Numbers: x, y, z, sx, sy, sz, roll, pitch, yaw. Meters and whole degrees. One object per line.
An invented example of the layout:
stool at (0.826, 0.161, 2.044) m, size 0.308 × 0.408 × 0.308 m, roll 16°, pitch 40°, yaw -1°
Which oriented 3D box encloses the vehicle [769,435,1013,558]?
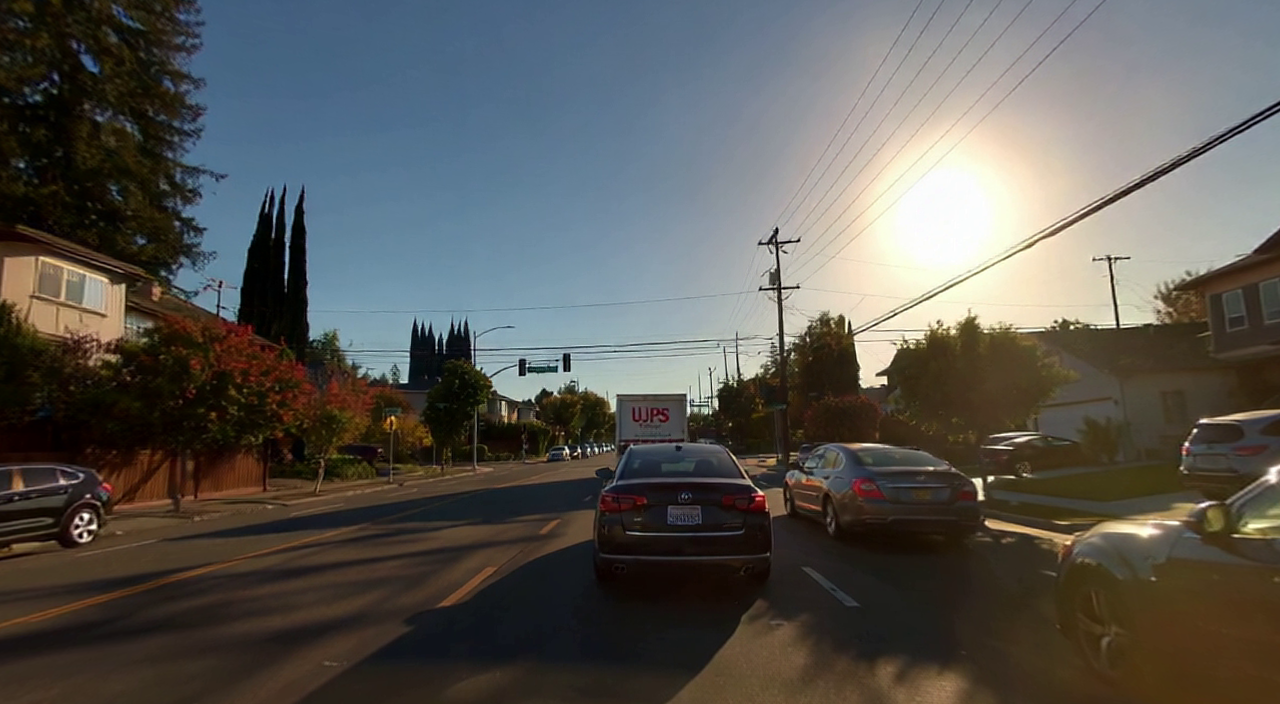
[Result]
vehicle at (3.520, 2.093, 9.921) m, size 1.993 × 1.479 × 4.487 m, roll 0°, pitch -8°, yaw 0°

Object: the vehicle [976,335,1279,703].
vehicle at (3.313, 0.747, 1.836) m, size 2.069 × 1.722 × 4.888 m, roll 0°, pitch -8°, yaw 2°

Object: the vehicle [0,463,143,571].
vehicle at (-10.344, 2.482, 9.376) m, size 1.925 × 1.482 × 4.753 m, roll 0°, pitch -8°, yaw 1°

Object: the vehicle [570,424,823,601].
vehicle at (0.483, 1.705, 7.629) m, size 2.158 × 1.499 × 4.377 m, roll 0°, pitch -8°, yaw 0°

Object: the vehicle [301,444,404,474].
vehicle at (-17.422, 6.484, 38.189) m, size 5.274 × 1.793 × 1.921 m, roll 0°, pitch -8°, yaw 2°
